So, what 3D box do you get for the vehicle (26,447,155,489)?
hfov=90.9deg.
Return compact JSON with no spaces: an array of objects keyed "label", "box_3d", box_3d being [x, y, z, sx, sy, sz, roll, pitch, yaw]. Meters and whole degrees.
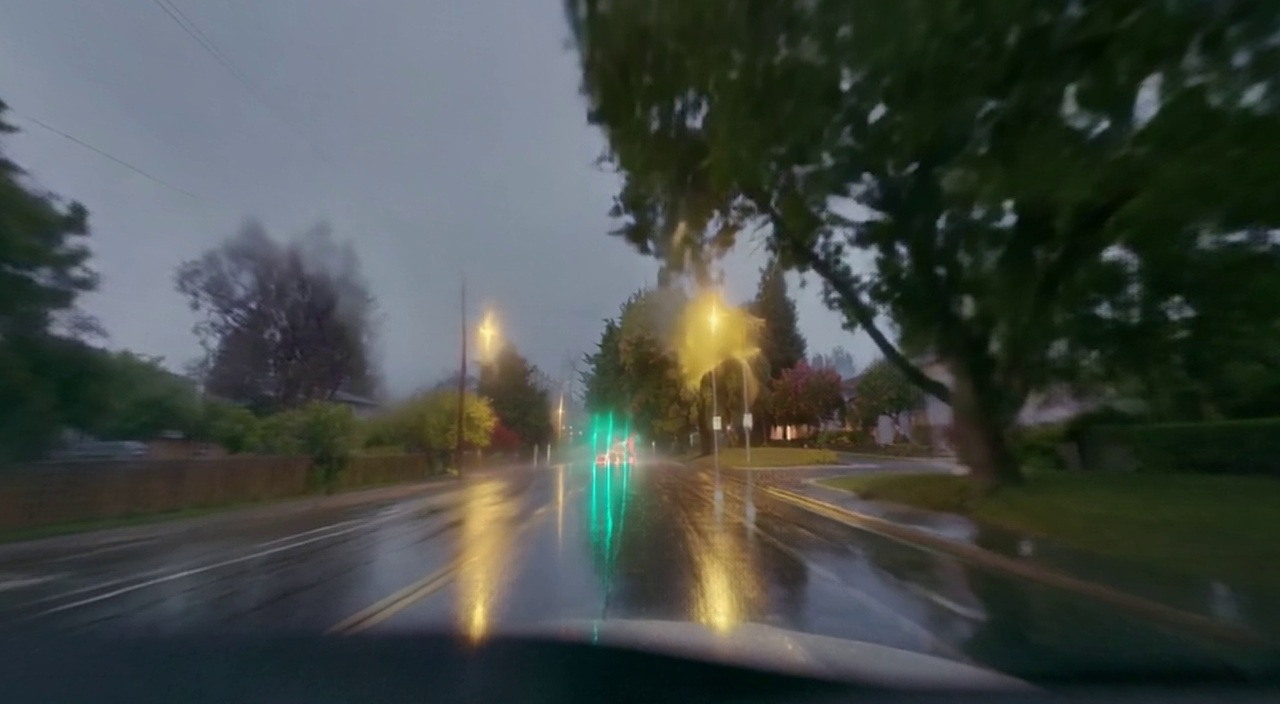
[{"label":"vehicle","box_3d":[-22.975,4.820,26.547,1.788,1.583,3.789,-1,-8,5]}]
